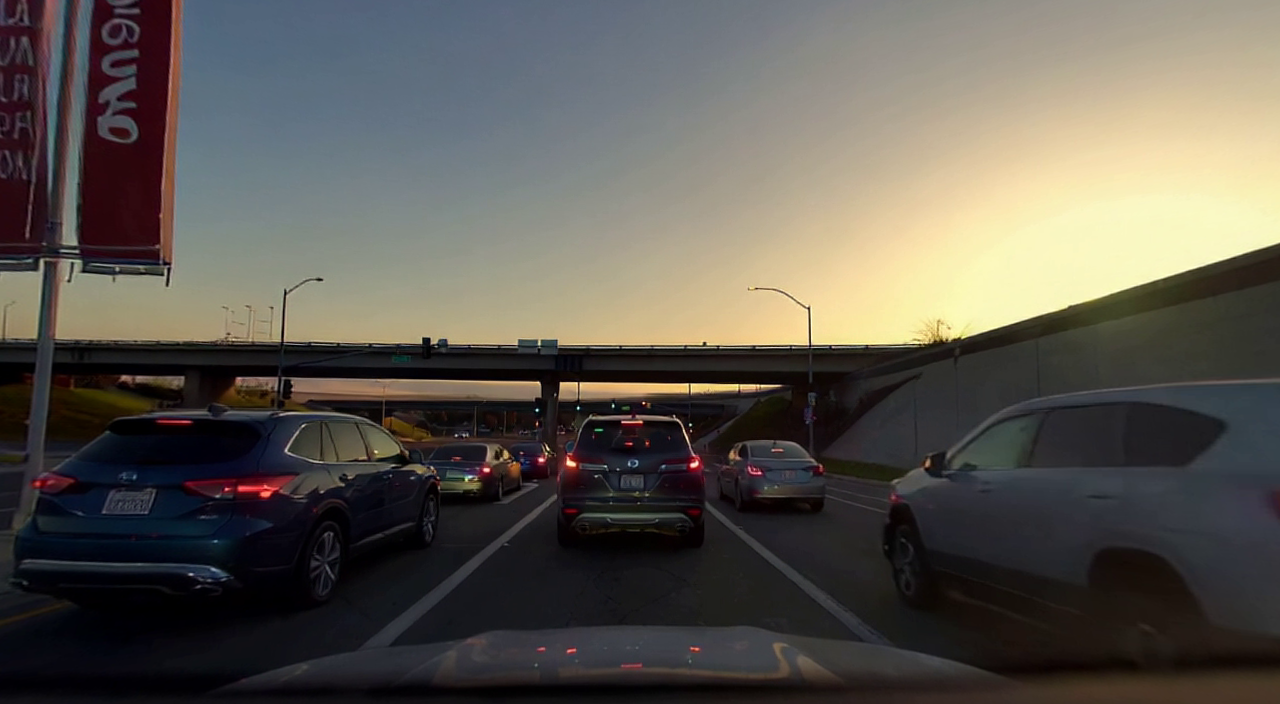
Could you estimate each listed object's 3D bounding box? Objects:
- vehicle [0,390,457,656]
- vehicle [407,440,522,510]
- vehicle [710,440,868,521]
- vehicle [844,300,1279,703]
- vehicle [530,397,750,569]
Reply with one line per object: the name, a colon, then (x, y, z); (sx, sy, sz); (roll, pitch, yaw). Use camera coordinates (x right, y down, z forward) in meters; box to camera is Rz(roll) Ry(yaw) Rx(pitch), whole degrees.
vehicle: (-3.493, 1.425, 6.270); (2.039, 1.709, 4.265); (0, -9, 0)
vehicle: (-4.151, 2.944, 15.437); (1.797, 1.505, 3.506); (0, -9, 0)
vehicle: (3.043, 2.760, 14.138); (2.228, 1.472, 4.939); (0, -9, -1)
vehicle: (3.167, 1.034, 4.142); (2.016, 1.804, 4.681); (0, -9, -1)
vehicle: (-0.076, 1.771, 9.212); (2.409, 1.864, 4.471); (0, -9, -2)
